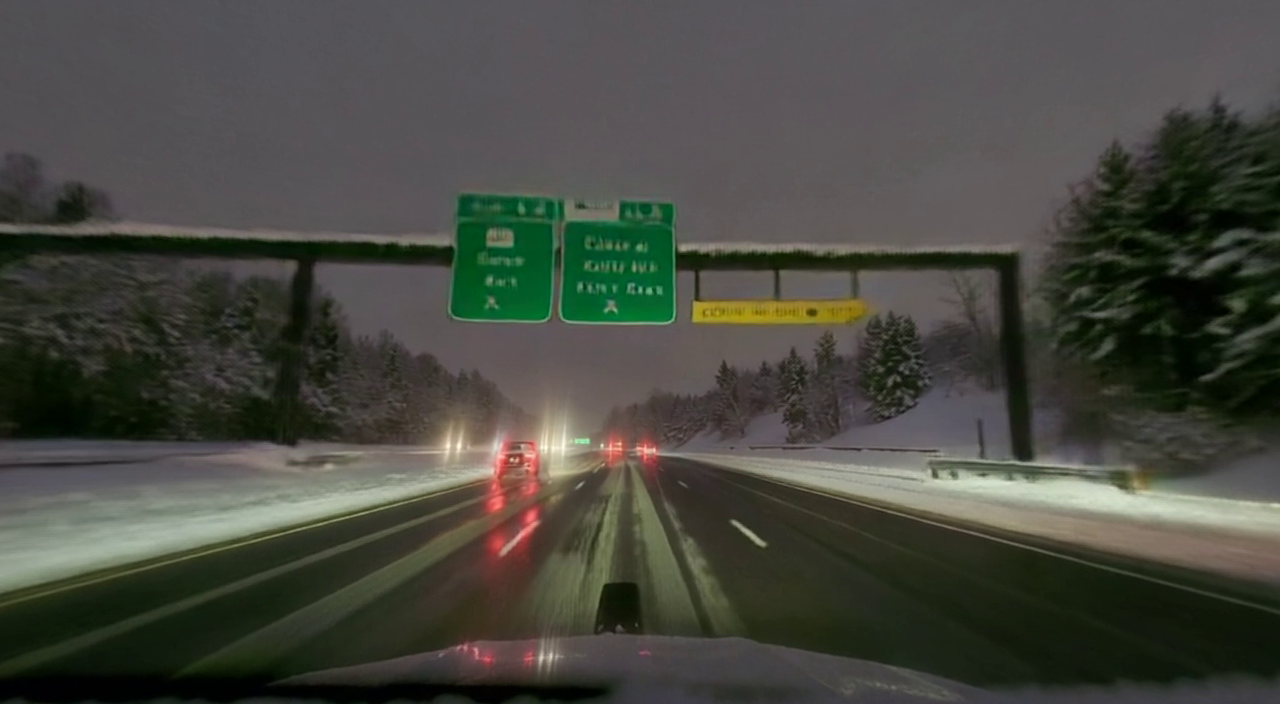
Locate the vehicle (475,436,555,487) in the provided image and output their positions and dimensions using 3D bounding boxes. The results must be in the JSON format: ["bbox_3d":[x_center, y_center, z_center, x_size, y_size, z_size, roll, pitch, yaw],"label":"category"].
[{"bbox_3d":[-4.294,3.839,22.219,2.071,1.615,3.868,0,-9,0],"label":"vehicle"}]
